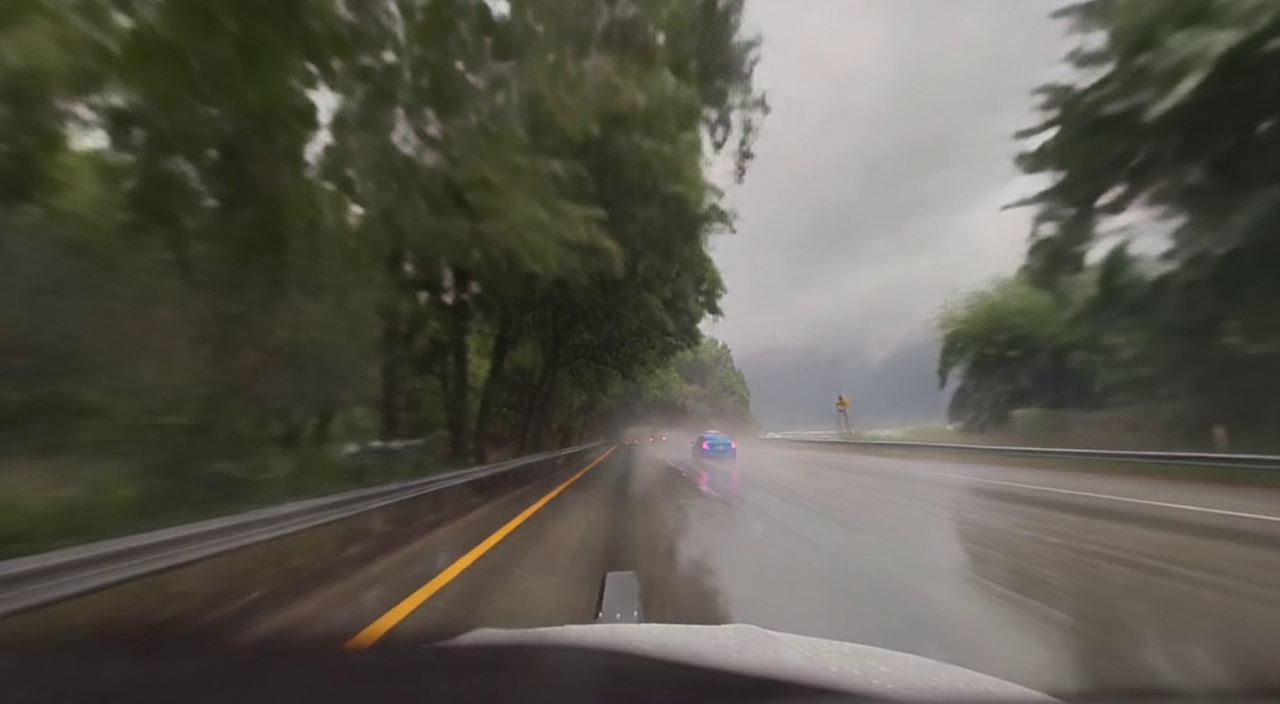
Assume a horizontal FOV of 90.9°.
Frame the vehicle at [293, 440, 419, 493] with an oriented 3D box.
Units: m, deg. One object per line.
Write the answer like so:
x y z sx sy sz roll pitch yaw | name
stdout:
-9.137 3.677 20.836 1.972 1.497 4.856 0 -8 -1 | vehicle

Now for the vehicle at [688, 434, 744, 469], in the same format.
3.555 4.700 30.098 2.017 1.502 4.369 0 -8 -2 | vehicle
